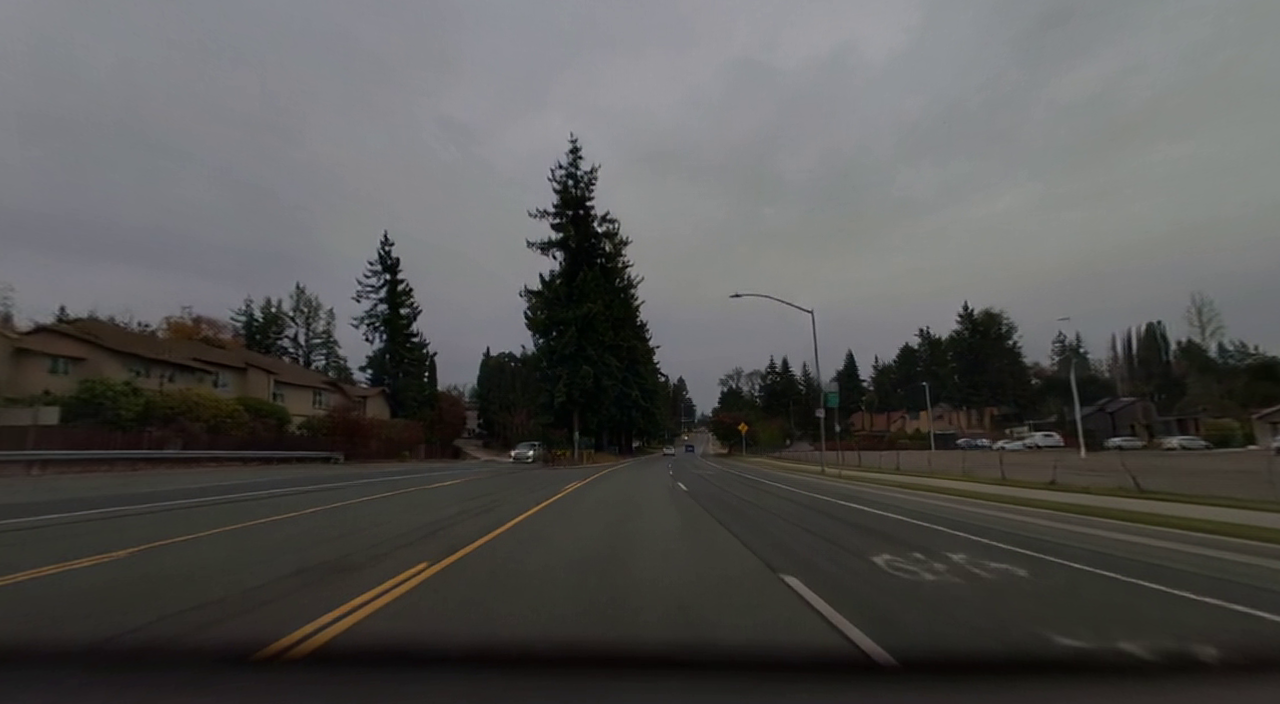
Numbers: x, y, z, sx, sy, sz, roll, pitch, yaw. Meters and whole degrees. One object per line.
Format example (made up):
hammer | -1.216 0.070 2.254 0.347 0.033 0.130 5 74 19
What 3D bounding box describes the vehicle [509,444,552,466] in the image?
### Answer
vehicle | -8.478 8.007 49.294 2.181 1.635 4.542 -1 -8 5
